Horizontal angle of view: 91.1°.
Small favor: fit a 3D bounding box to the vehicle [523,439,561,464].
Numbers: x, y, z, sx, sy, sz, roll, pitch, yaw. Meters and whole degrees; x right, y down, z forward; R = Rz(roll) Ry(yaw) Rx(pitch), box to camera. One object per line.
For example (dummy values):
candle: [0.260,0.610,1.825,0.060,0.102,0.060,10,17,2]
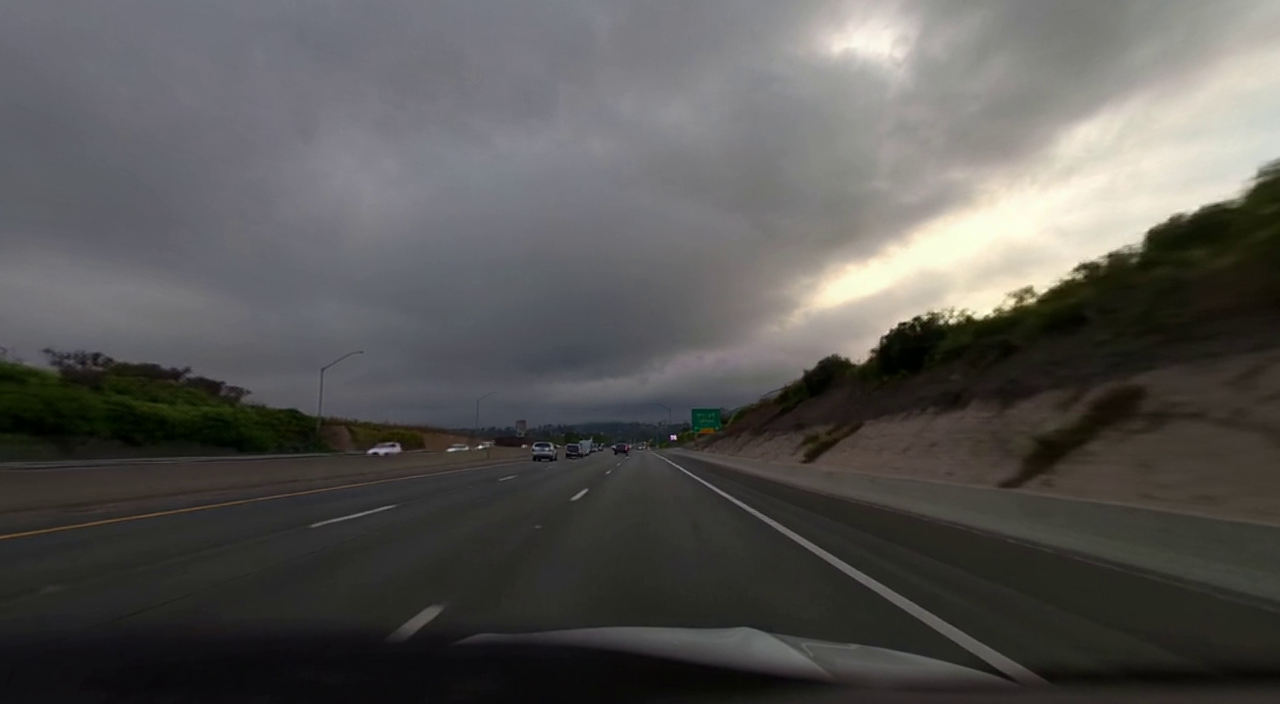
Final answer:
vehicle: [-6.785,6.912,43.865,1.972,1.660,4.254,0,-8,1]
